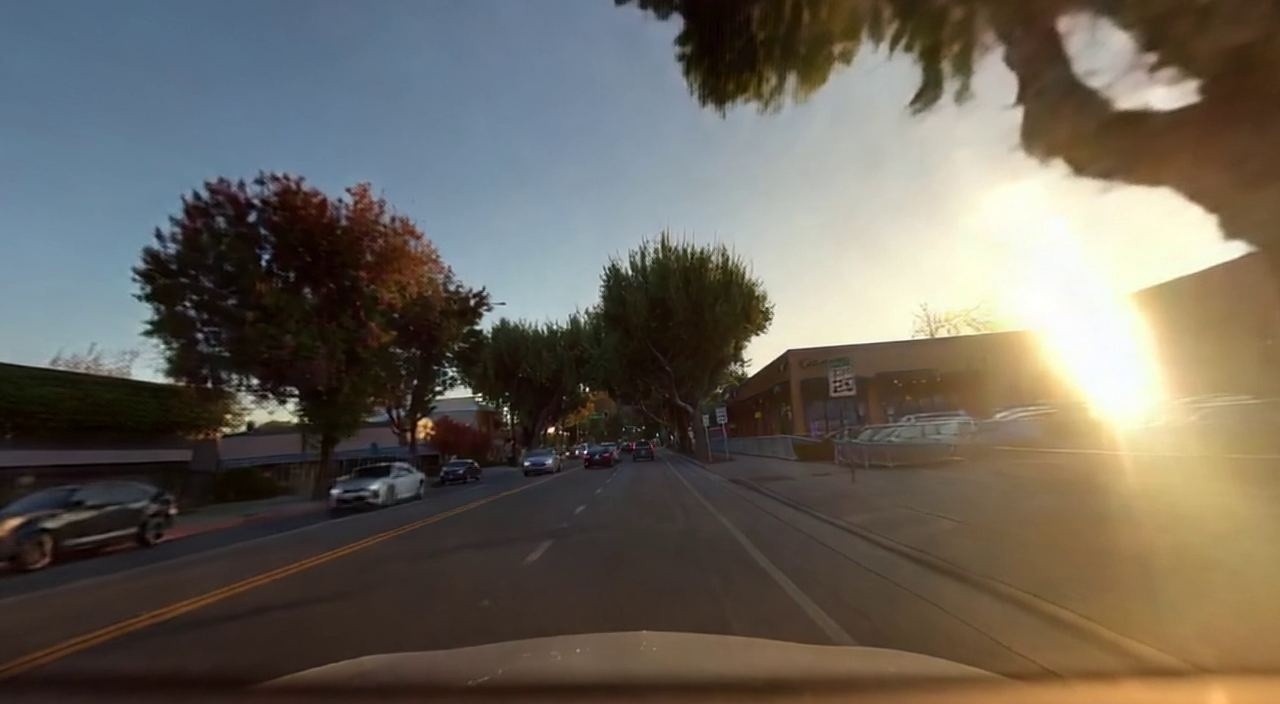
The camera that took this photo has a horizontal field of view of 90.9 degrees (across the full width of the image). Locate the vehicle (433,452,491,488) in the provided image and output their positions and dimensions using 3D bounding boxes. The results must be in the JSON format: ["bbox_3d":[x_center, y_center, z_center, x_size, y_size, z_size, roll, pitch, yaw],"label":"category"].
[{"bbox_3d":[-10.889,7.211,38.930,1.978,1.640,4.695,-9,-8,1],"label":"vehicle"}]

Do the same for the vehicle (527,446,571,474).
[{"bbox_3d":[-5.552,6.654,39.085,2.045,1.619,3.973,-1,-8,2],"label":"vehicle"}]

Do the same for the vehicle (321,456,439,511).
[{"bbox_3d":[-8.447,4.285,20.979,1.952,1.540,4.413,0,-8,1],"label":"vehicle"}]

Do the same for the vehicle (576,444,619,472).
[{"bbox_3d":[-2.315,5.933,35.460,2.099,1.424,4.609,0,-8,0],"label":"vehicle"}]

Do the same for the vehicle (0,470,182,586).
[{"bbox_3d":[-11.379,3.206,11.988,1.925,1.709,4.426,-1,-8,1],"label":"vehicle"}]

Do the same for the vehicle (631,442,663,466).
[{"bbox_3d":[0.448,6.690,41.518,2.020,1.478,3.922,0,-8,0],"label":"vehicle"}]
